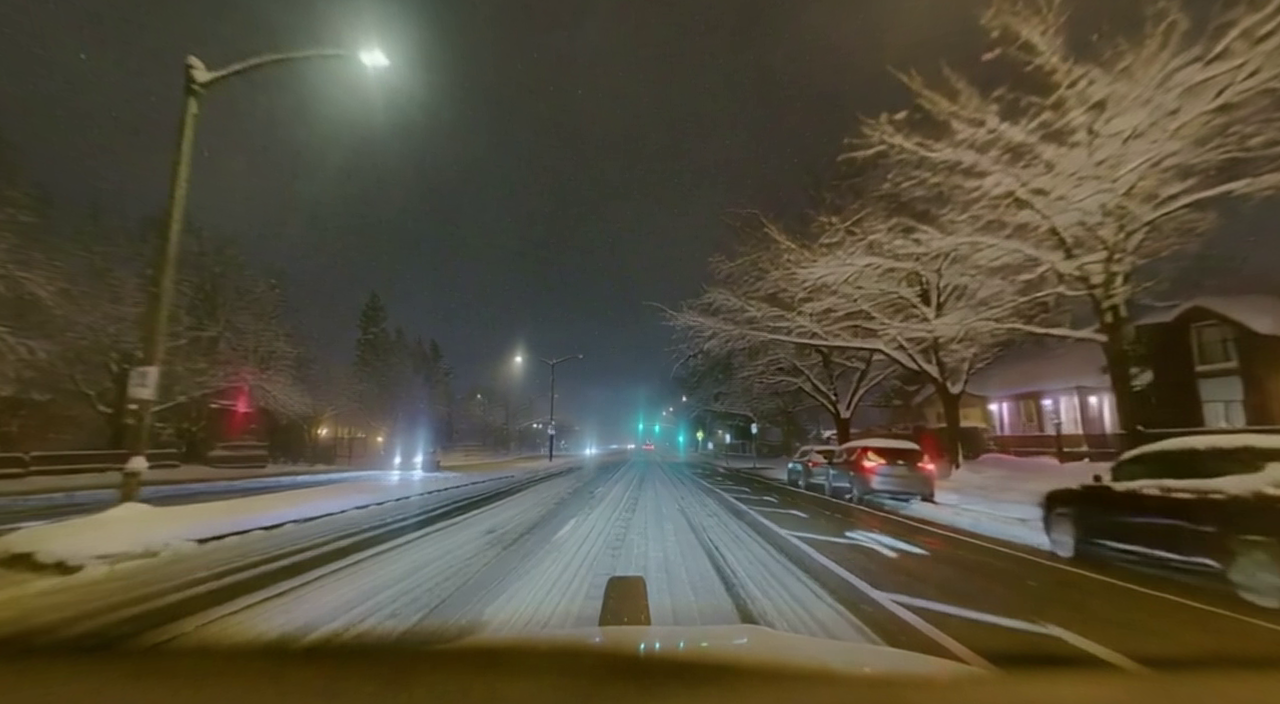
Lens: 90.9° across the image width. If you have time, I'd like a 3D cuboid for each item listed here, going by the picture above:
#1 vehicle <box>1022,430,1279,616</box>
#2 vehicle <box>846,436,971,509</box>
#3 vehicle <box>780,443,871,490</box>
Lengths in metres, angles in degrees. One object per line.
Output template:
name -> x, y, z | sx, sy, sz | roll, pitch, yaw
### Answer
vehicle -> 6.221, 1.581, 6.409 | 1.976, 1.498, 4.390 | 0, -9, 1
vehicle -> 6.400, 2.876, 15.416 | 1.752, 1.590, 3.090 | -1, -9, 2
vehicle -> 6.323, 3.936, 22.039 | 1.974, 1.444, 4.494 | 0, -9, 2
